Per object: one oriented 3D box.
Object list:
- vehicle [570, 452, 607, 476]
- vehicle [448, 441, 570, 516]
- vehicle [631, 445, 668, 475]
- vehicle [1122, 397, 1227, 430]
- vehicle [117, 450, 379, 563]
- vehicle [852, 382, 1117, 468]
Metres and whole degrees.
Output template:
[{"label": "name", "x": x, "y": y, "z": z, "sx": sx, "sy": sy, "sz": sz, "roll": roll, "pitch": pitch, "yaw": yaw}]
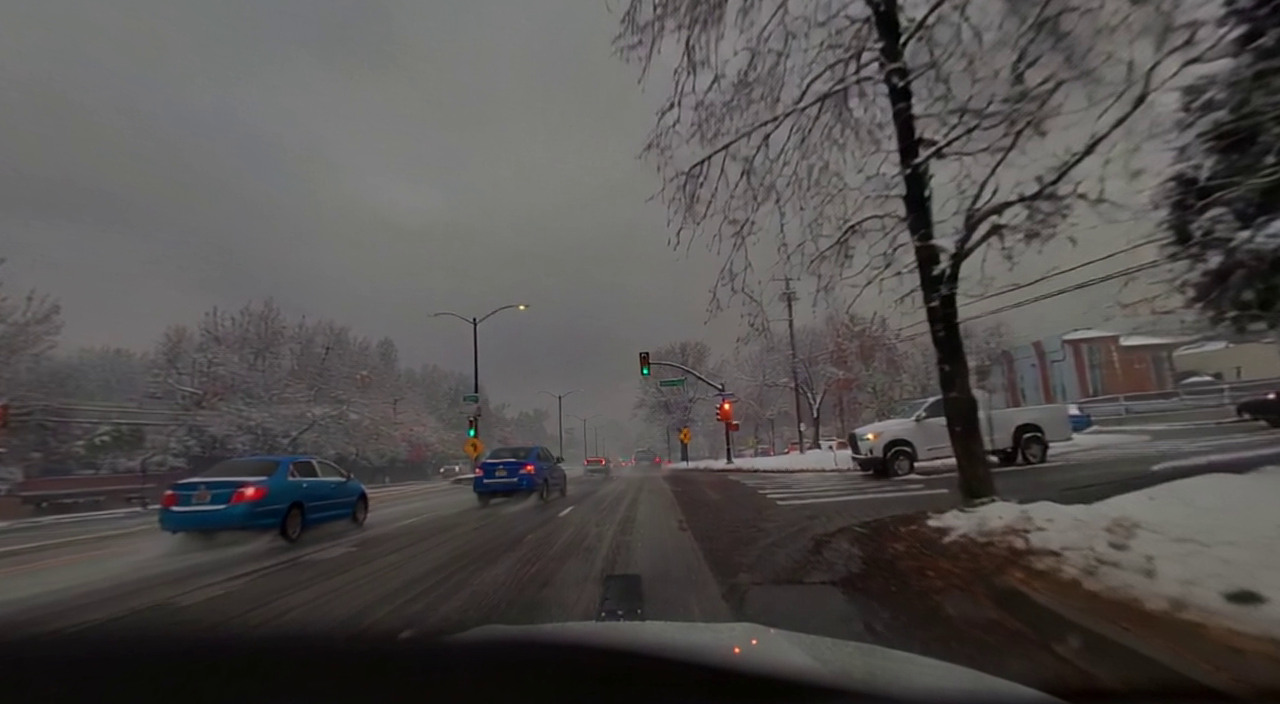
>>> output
[{"label": "vehicle", "x": -3.475, "y": 7.652, "z": 43.310, "sx": 2.068, "sy": 1.482, "sz": 4.490, "roll": 0, "pitch": -9, "yaw": 2}, {"label": "vehicle", "x": -3.210, "y": 3.198, "z": 16.510, "sx": 2.085, "sy": 1.663, "sz": 4.513, "roll": 0, "pitch": -9, "yaw": 2}, {"label": "vehicle", "x": 0.520, "y": 6.544, "z": 38.485, "sx": 2.144, "sy": 1.704, "sz": 4.028, "roll": 1, "pitch": -9, "yaw": -1}, {"label": "vehicle", "x": 32.775, "y": 3.843, "z": 38.764, "sx": 1.936, "sy": 1.662, "sz": 4.334, "roll": 1, "pitch": -9, "yaw": -26}, {"label": "vehicle", "x": -6.676, "y": 2.608, "z": 11.460, "sx": 1.932, "sy": 1.596, "sz": 4.247, "roll": 0, "pitch": -9, "yaw": 1}, {"label": "vehicle", "x": 10.013, "y": 2.222, "z": 18.747, "sx": 6.464, "sy": 2.280, "sz": 2.483, "roll": 1, "pitch": -9, "yaw": -4}]
